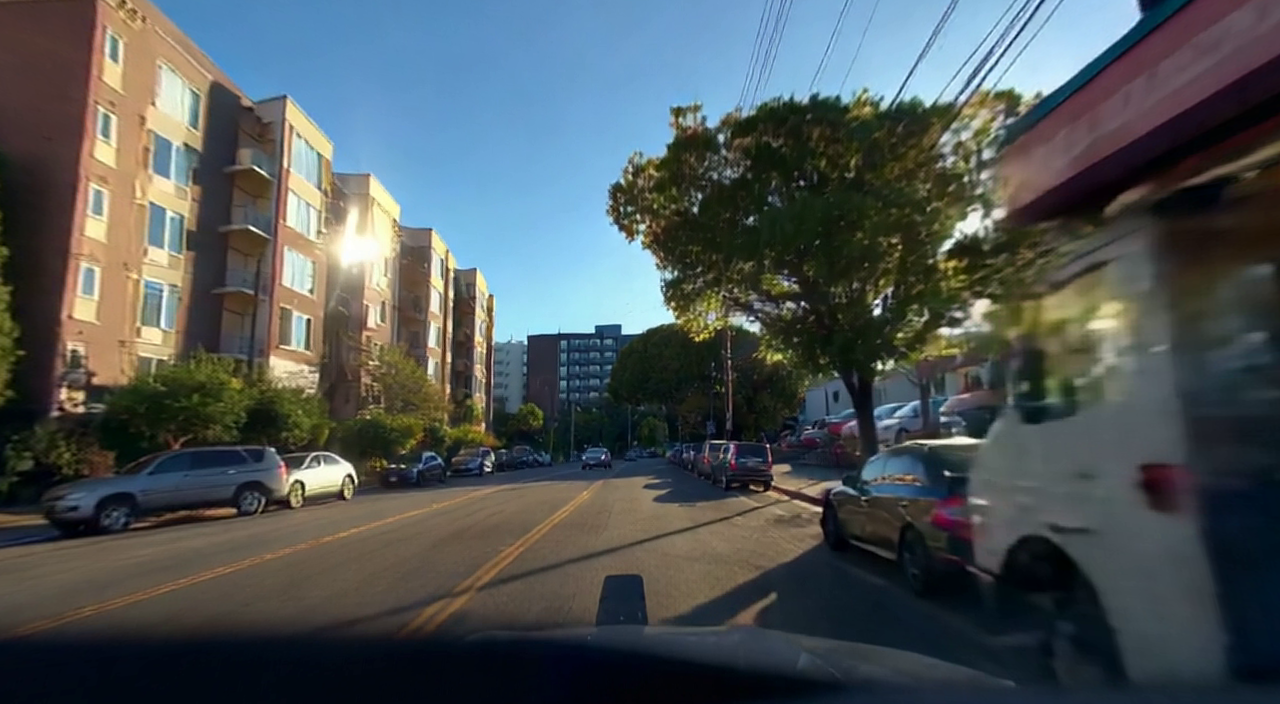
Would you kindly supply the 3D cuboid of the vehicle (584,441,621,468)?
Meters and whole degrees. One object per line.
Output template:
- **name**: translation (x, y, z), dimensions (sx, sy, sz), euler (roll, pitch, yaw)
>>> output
- **vehicle**: translation (-2.565, 7.132, 44.321), dimensions (2.103, 1.721, 4.473), euler (-1, -7, 3)

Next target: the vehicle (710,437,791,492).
- **vehicle**: translation (3.616, 3.737, 21.515), dimensions (1.936, 1.641, 4.434), euler (0, -7, 0)

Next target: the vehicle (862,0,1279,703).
- **vehicle**: translation (3.180, -0.188, 0.589), dimensions (2.886, 3.321, 7.809), euler (0, -7, -1)

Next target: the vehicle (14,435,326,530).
- **vehicle**: translation (-10.186, 2.838, 14.371), dimensions (5.093, 1.855, 2.338), euler (3, -8, -19)
